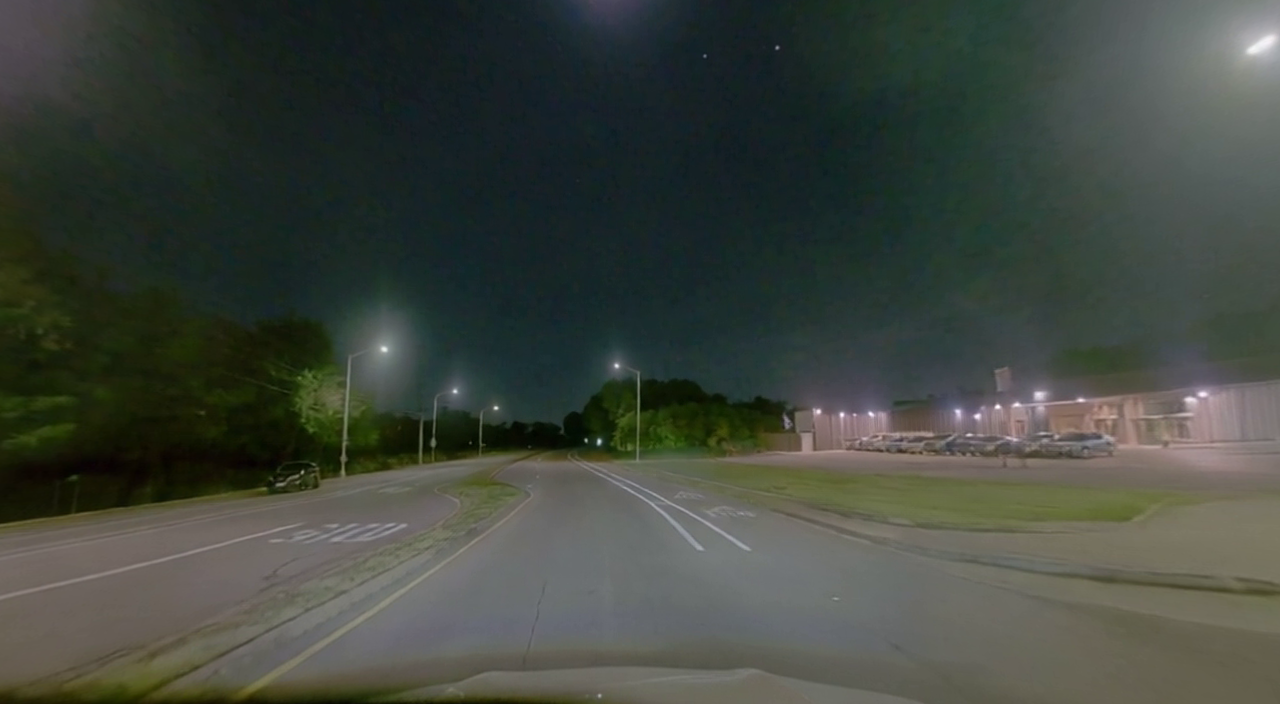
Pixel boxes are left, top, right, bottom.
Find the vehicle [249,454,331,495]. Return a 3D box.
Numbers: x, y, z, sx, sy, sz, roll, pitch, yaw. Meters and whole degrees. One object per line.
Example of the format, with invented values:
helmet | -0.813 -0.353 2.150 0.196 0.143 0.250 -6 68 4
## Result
vehicle | -16.378 5.729 29.704 1.952 1.632 4.200 -1 -8 -8
